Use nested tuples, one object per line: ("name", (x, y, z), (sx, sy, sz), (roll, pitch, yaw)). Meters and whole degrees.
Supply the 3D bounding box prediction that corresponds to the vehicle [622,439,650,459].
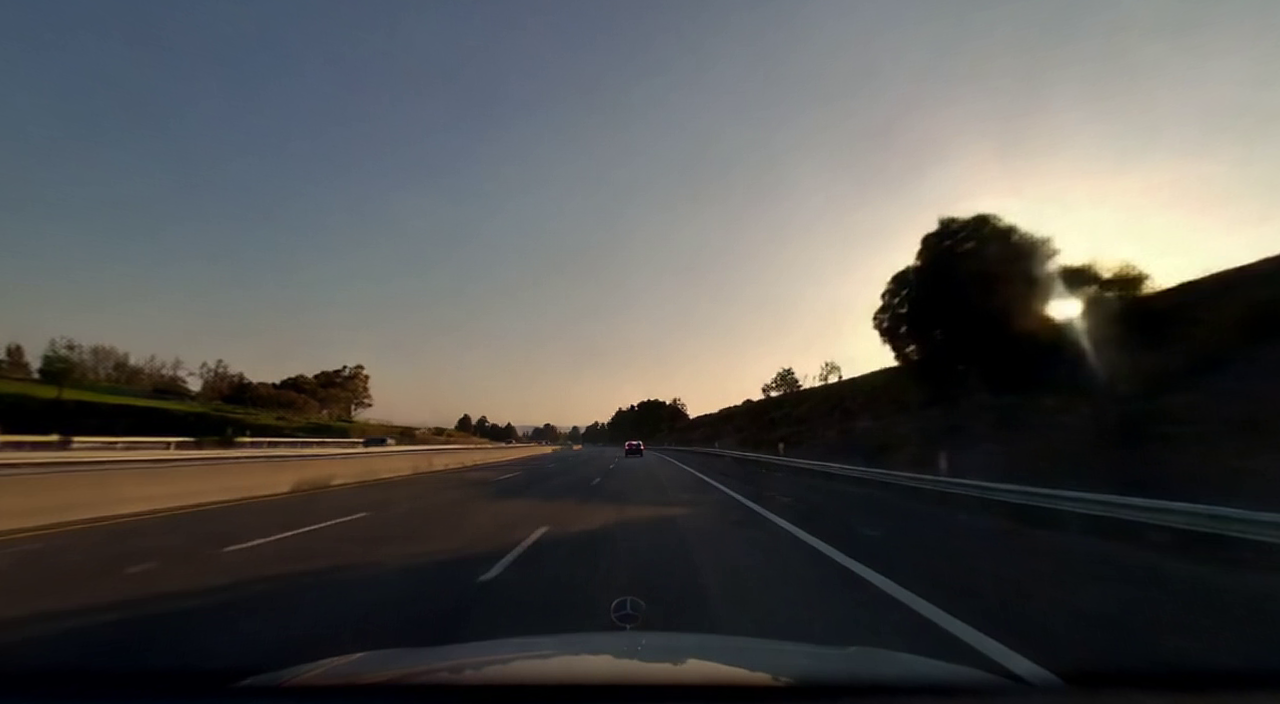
("vehicle", (-0.318, 7.621, 49.557), (2.083, 1.524, 4.251), (0, -8, 0))
